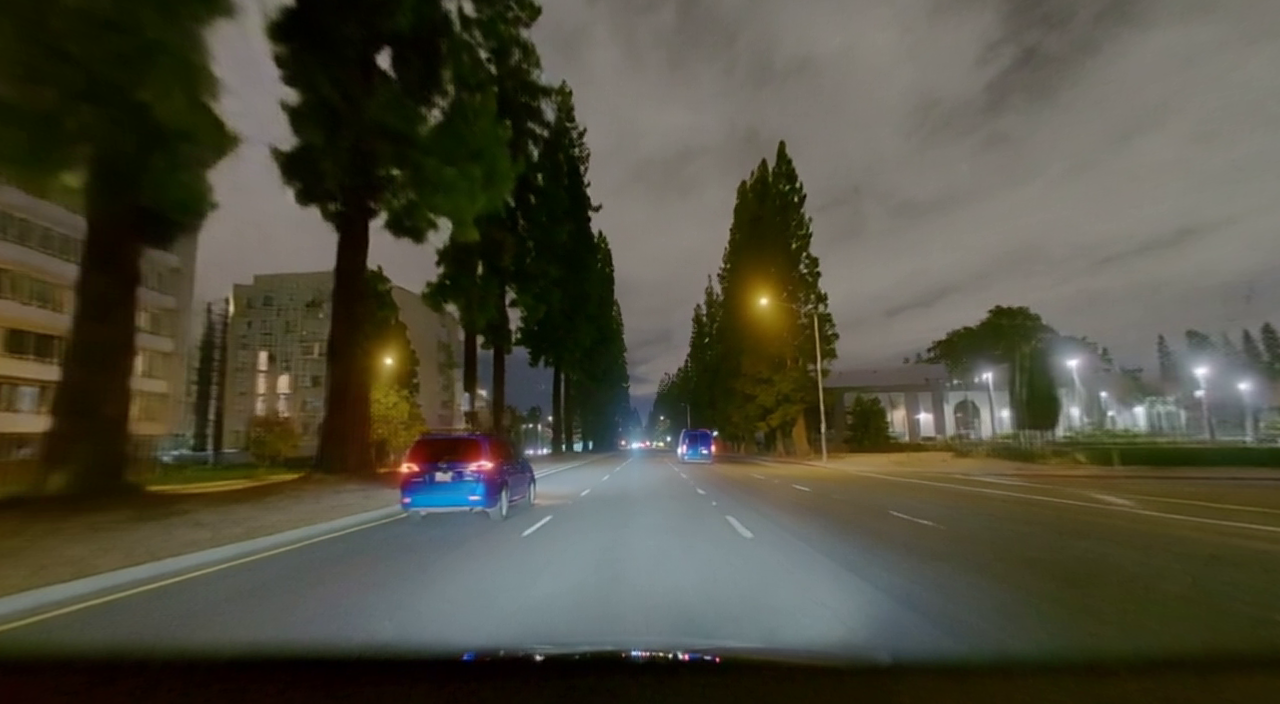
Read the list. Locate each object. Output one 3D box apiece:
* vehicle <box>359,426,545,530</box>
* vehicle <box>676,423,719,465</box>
[{"bbox_3d":[-3.302,2.332,12.233,2.129,1.602,4.532,0,-9,1],"label":"vehicle"},{"bbox_3d":[3.851,6.337,43.184,2.349,2.671,5.744,0,-9,0],"label":"vehicle"}]
